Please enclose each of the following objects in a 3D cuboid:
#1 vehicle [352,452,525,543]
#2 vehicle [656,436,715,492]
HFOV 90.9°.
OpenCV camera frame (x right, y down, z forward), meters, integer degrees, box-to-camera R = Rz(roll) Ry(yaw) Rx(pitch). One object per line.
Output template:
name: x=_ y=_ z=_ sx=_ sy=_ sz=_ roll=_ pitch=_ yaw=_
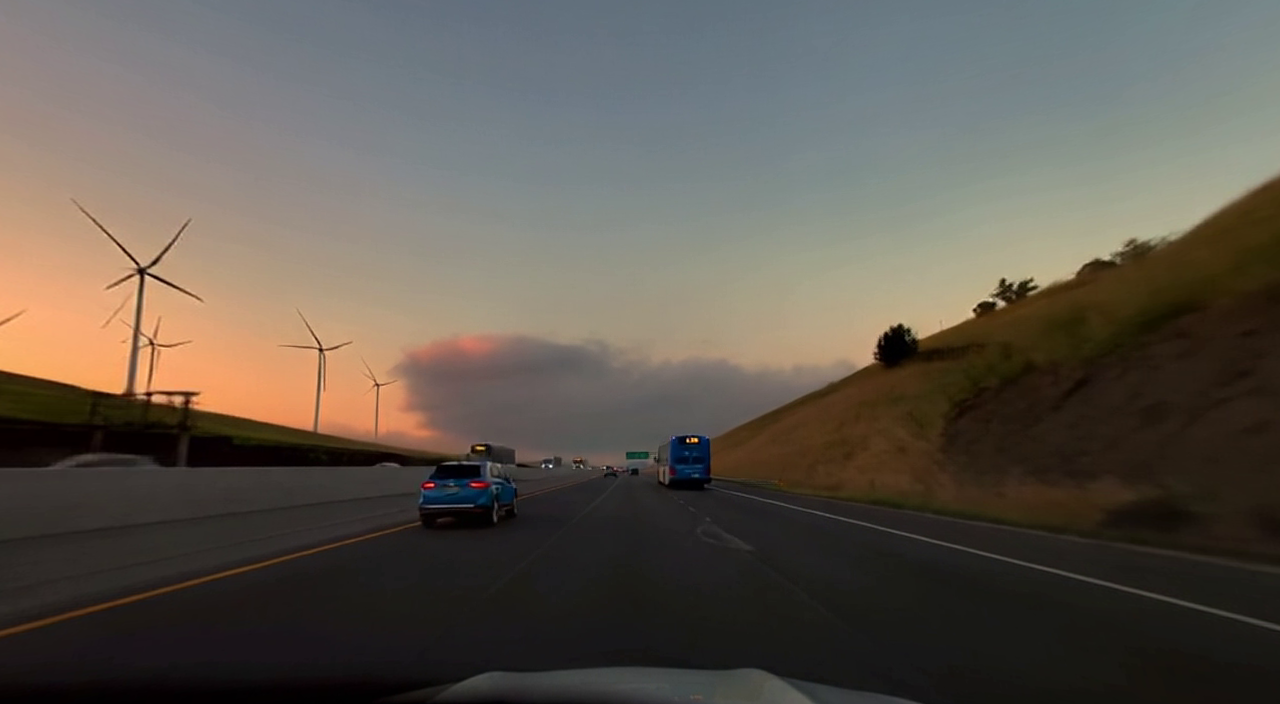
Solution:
vehicle: x=-3.975 y=2.987 z=13.375 sx=2.213 sy=1.568 sz=4.274 roll=1 pitch=-11 yaw=0
vehicle: x=3.210 y=8.691 z=48.604 sx=2.941 sy=3.574 sz=14.463 roll=1 pitch=-11 yaw=-2
